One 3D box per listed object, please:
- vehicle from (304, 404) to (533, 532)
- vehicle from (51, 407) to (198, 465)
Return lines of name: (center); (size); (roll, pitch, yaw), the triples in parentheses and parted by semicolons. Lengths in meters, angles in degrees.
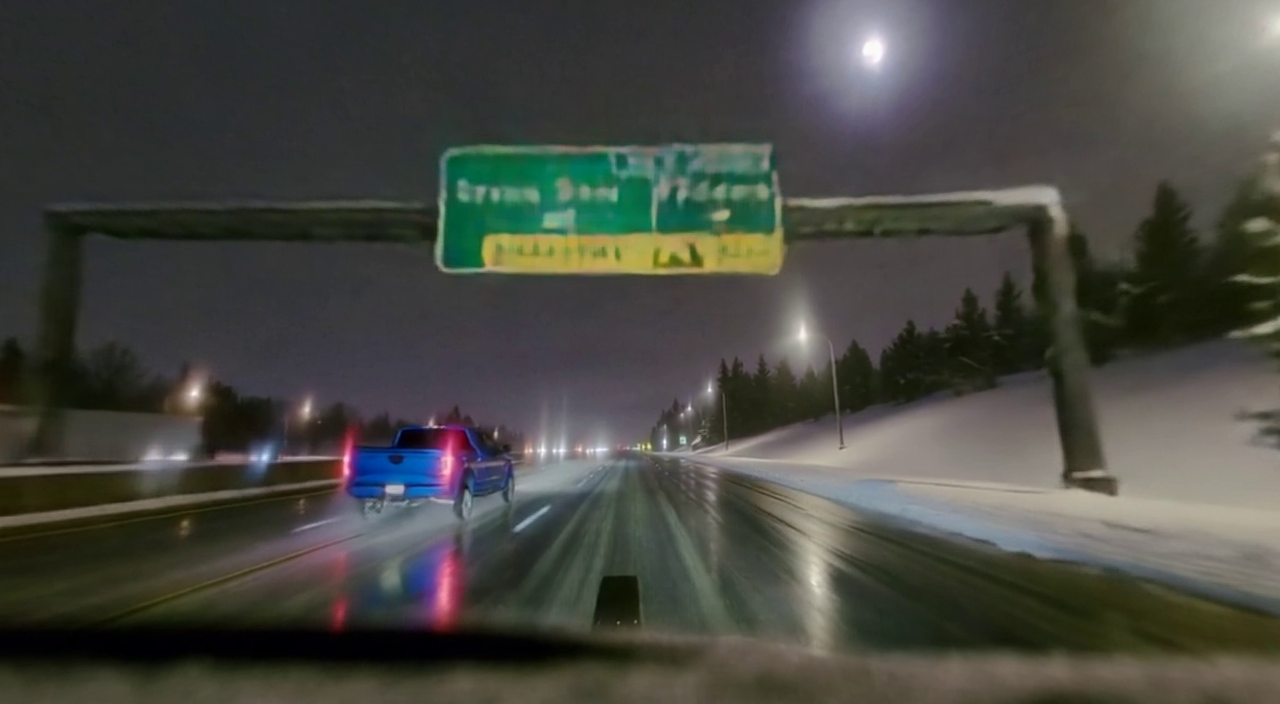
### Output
vehicle: (-4.019, 2.269, 13.045); (2.529, 2.003, 5.904); (0, -8, 1)
vehicle: (-36.179, 6.025, 44.986); (2.794, 3.706, 9.037); (0, -8, -1)
